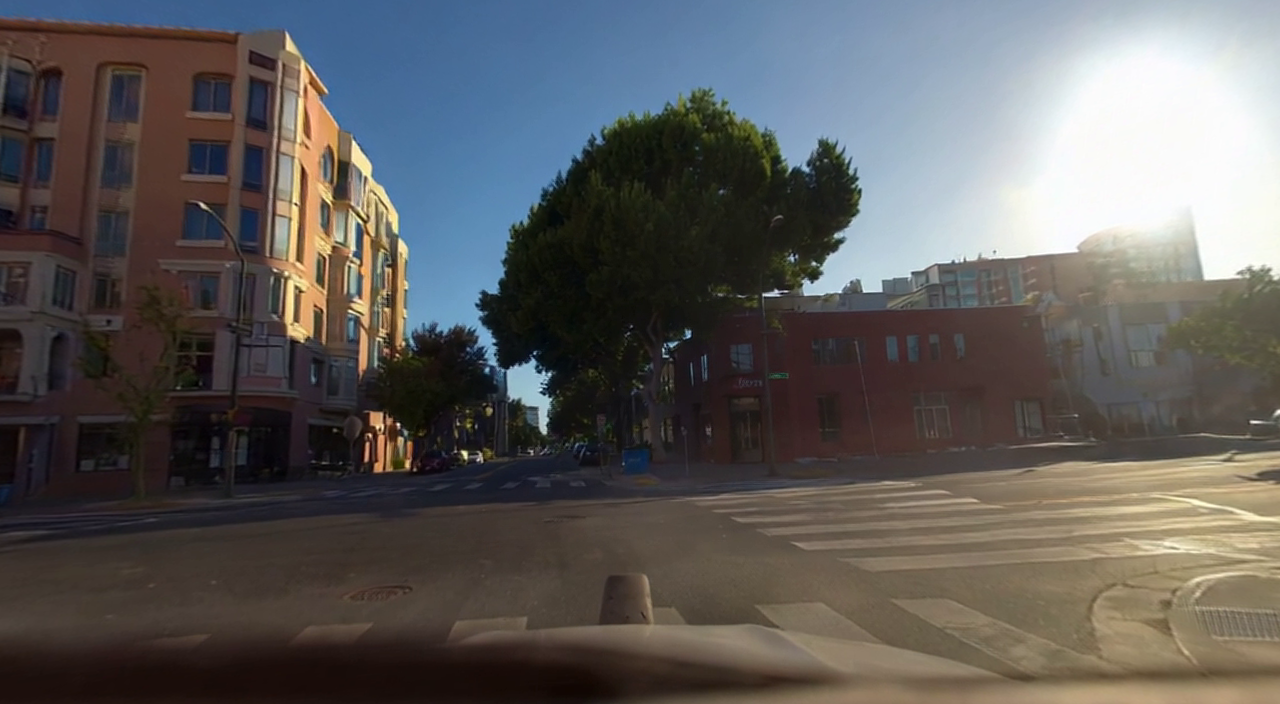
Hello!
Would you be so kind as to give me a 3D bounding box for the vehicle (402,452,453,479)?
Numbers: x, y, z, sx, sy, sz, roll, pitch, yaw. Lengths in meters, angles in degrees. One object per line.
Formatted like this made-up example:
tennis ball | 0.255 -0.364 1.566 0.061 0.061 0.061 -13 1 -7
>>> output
vehicle | -12.896 6.907 38.530 2.033 1.491 4.298 1 -9 -6
